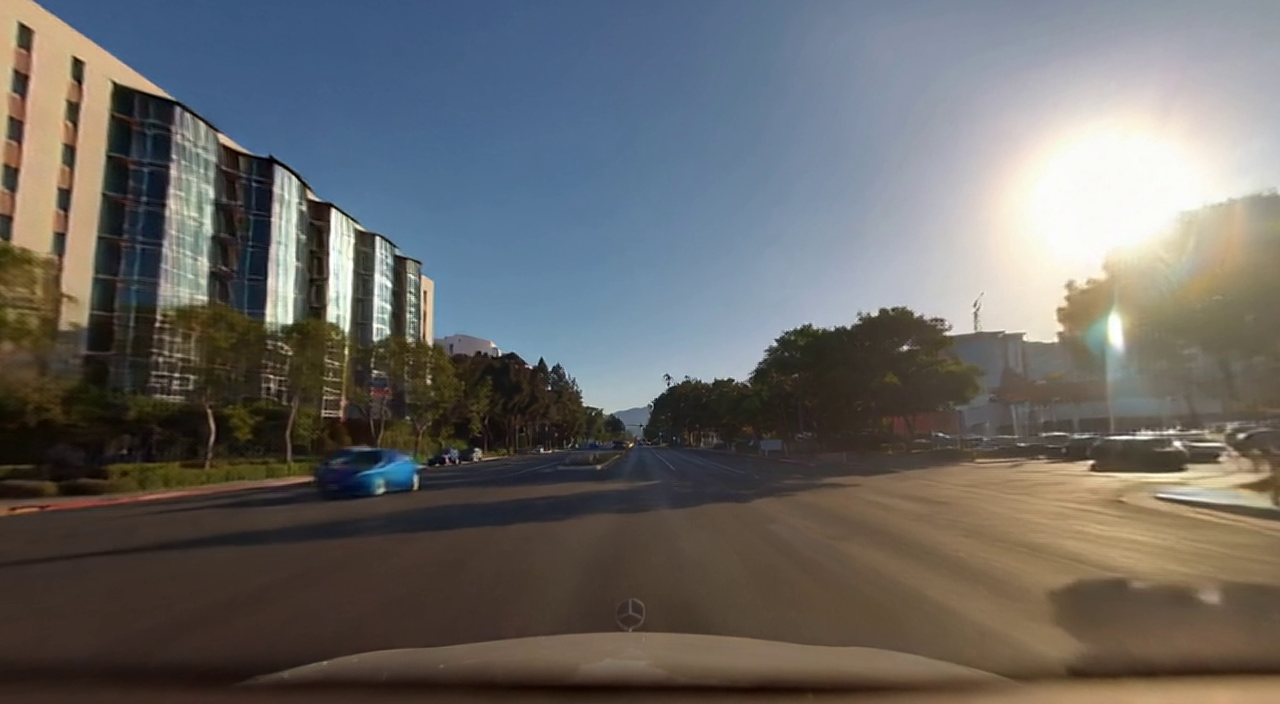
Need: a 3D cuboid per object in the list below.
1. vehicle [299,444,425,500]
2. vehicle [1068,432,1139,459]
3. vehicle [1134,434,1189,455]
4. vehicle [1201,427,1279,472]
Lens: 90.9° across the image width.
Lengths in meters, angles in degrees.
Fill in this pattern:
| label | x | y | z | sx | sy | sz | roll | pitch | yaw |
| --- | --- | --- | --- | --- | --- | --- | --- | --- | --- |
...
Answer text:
| label | x | y | z | sx | sy | sz | roll | pitch | yaw |
| --- | --- | --- | --- | --- | --- | --- | --- | --- | --- |
| vehicle | -8.283 | 3.580 | 19.234 | 1.911 | 1.499 | 4.032 | 0 | -8 | 2 |
| vehicle | 30.172 | 6.075 | 40.961 | 5.036 | 1.698 | 2.031 | 6 | -10 | -34 |
| vehicle | 38.571 | 6.819 | 46.550 | 3.920 | 1.437 | 1.914 | 5 | -10 | -33 |
| vehicle | 24.882 | 3.931 | 25.598 | 4.512 | 1.648 | 1.938 | 6 | -10 | -34 |
